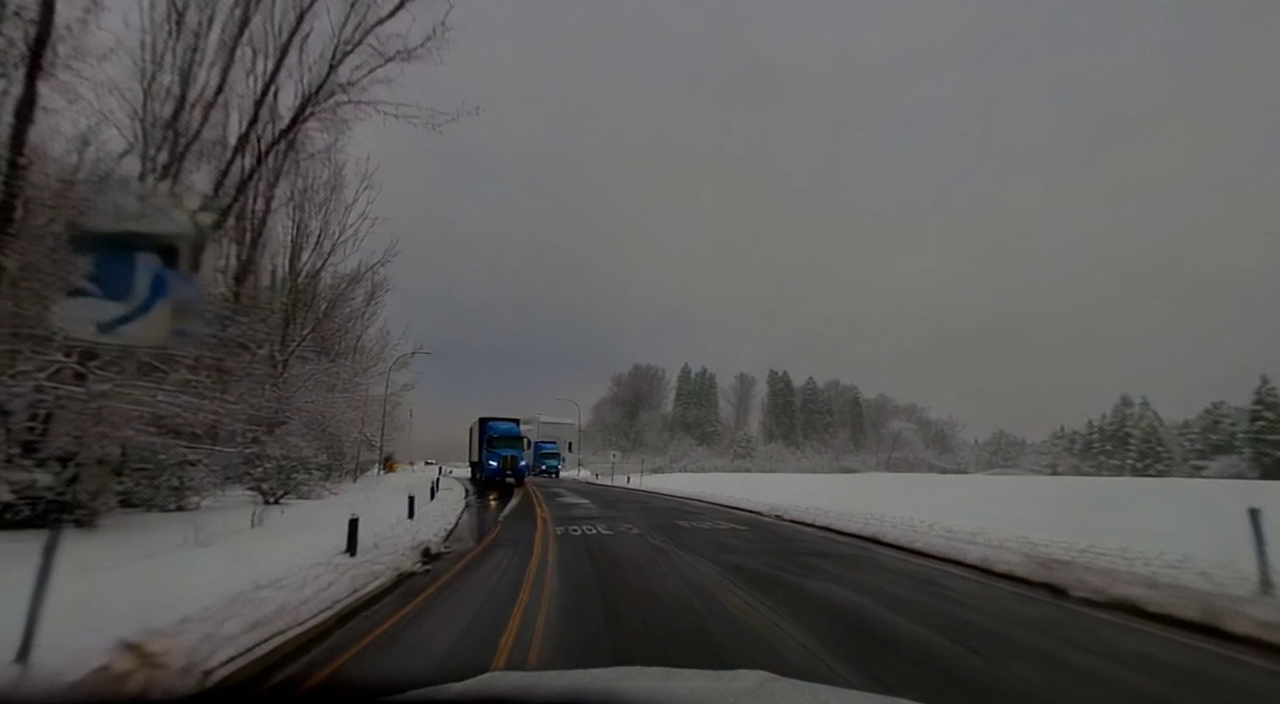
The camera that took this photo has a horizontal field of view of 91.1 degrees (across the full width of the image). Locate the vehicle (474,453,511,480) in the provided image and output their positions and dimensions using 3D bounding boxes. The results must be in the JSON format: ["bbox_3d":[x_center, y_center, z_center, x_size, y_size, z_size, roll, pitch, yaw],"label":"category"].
[{"bbox_3d":[-9.022,7.049,38.688,2.039,1.536,3.648,3,-11,-11],"label":"vehicle"}]

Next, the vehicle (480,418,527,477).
[{"bbox_3d":[-10.191,7.393,47.703,3.025,4.012,8.399,3,-11,-10],"label":"vehicle"}]
